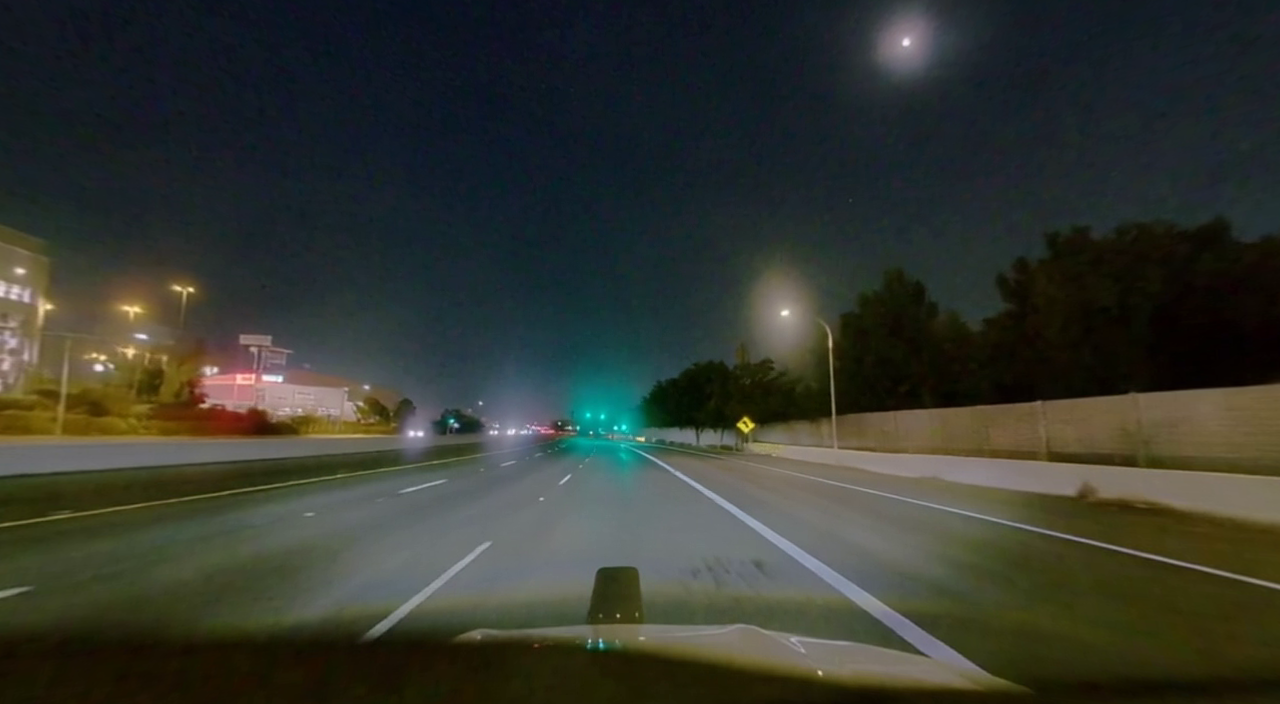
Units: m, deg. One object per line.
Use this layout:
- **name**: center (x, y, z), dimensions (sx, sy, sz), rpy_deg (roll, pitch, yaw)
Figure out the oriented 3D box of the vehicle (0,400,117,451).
- **vehicle**: center (-48.207, 5.436, 46.429), dimensions (3.104, 3.645, 18.718), rpy_deg (0, -9, 0)
